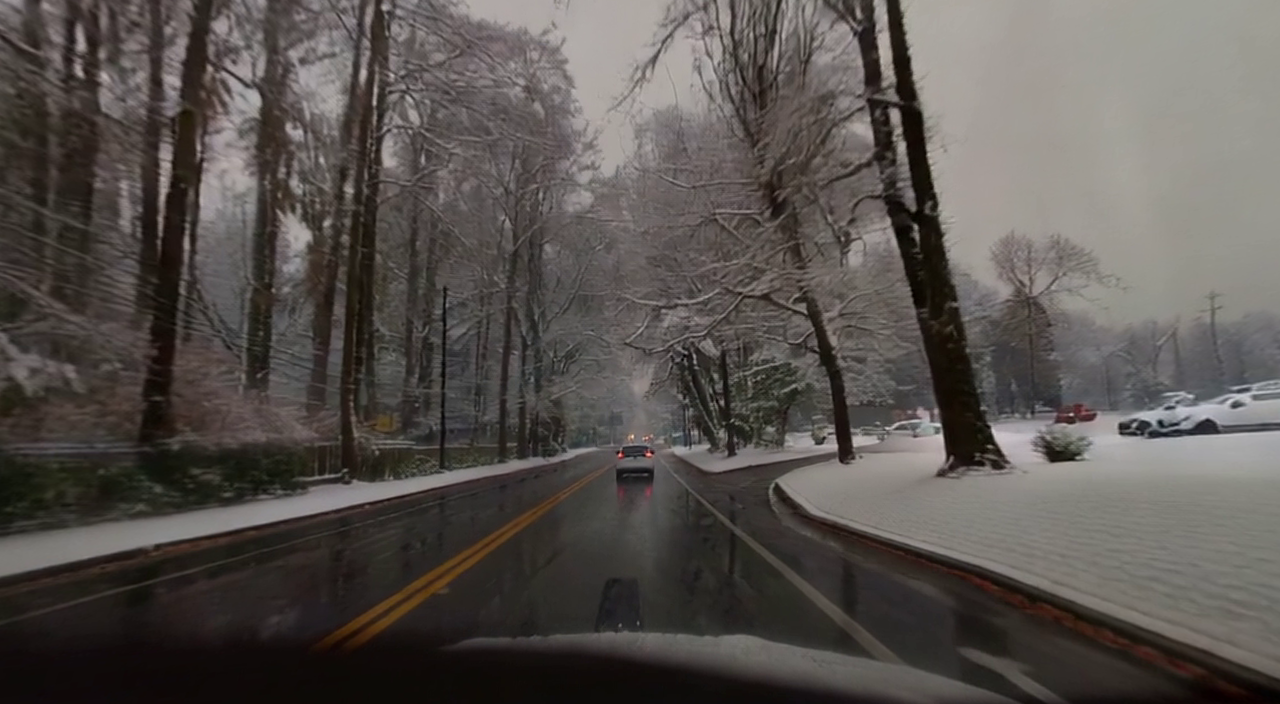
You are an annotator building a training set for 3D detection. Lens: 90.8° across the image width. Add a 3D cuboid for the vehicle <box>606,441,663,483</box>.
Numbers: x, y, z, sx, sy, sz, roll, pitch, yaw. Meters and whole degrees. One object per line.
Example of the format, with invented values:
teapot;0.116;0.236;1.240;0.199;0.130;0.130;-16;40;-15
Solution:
vehicle;-0.212;4.500;26.276;2.152;1.574;4.223;-1;-8;0
